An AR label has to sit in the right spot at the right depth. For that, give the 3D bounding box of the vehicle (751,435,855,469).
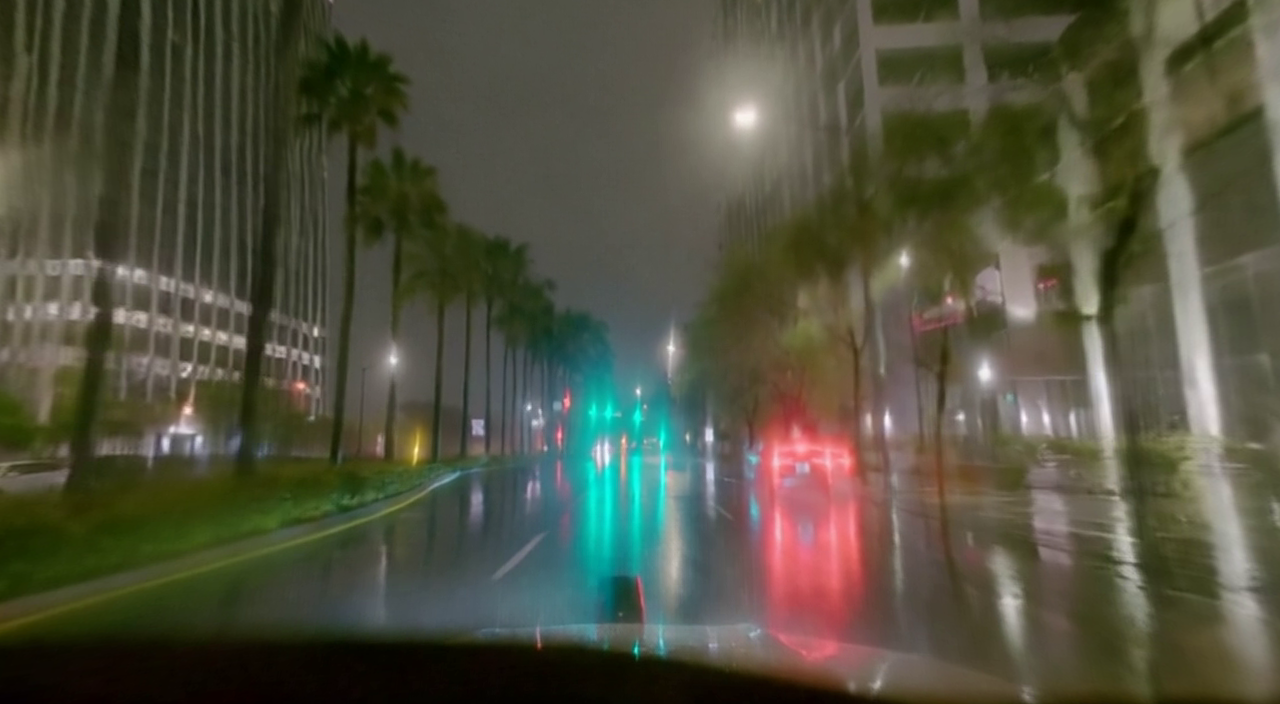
[{"bbox_3d":[8.587,5.323,33.624,4.871,1.708,2.144,0,-9,-2],"label":"vehicle"}]

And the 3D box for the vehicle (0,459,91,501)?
[{"bbox_3d":[-23.932,4.866,24.212,1.751,1.424,4.506,0,-8,0],"label":"vehicle"}]
